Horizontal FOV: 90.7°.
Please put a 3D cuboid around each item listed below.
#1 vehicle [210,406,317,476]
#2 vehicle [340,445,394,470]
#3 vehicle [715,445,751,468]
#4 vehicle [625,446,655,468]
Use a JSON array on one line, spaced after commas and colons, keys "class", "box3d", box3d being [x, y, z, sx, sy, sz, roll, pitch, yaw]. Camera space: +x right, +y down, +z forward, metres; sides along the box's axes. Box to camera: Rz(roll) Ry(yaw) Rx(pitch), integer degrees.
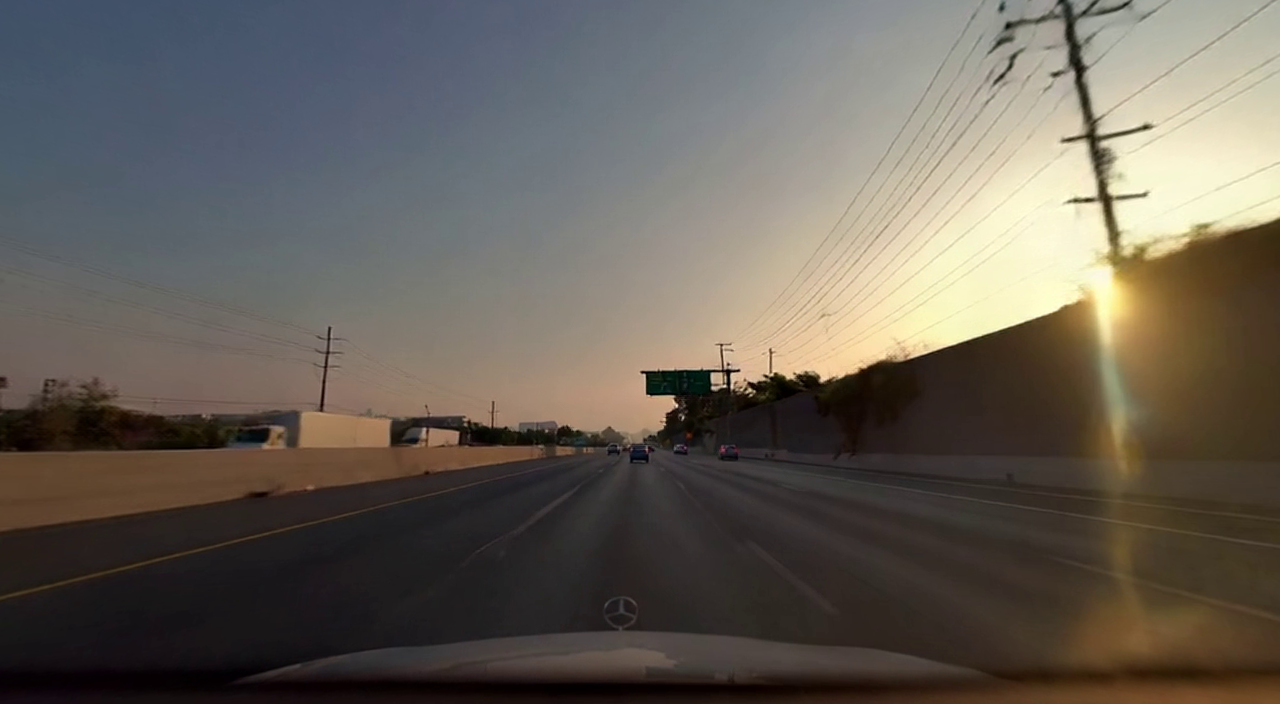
[{"class": "vehicle", "box3d": [-23.200, 5.541, 39.372, 3.111, 4.008, 5.442, 0, -8, 0]}, {"class": "vehicle", "box3d": [-19.292, 7.476, 44.920, 1.919, 1.657, 4.401, 0, -8, 0]}, {"class": "vehicle", "box3d": [6.984, 7.842, 47.753, 2.005, 1.687, 4.259, 0, -8, -1]}, {"class": "vehicle", "box3d": [-0.041, 7.581, 45.844, 2.109, 1.489, 4.027, 0, -8, -1]}]
